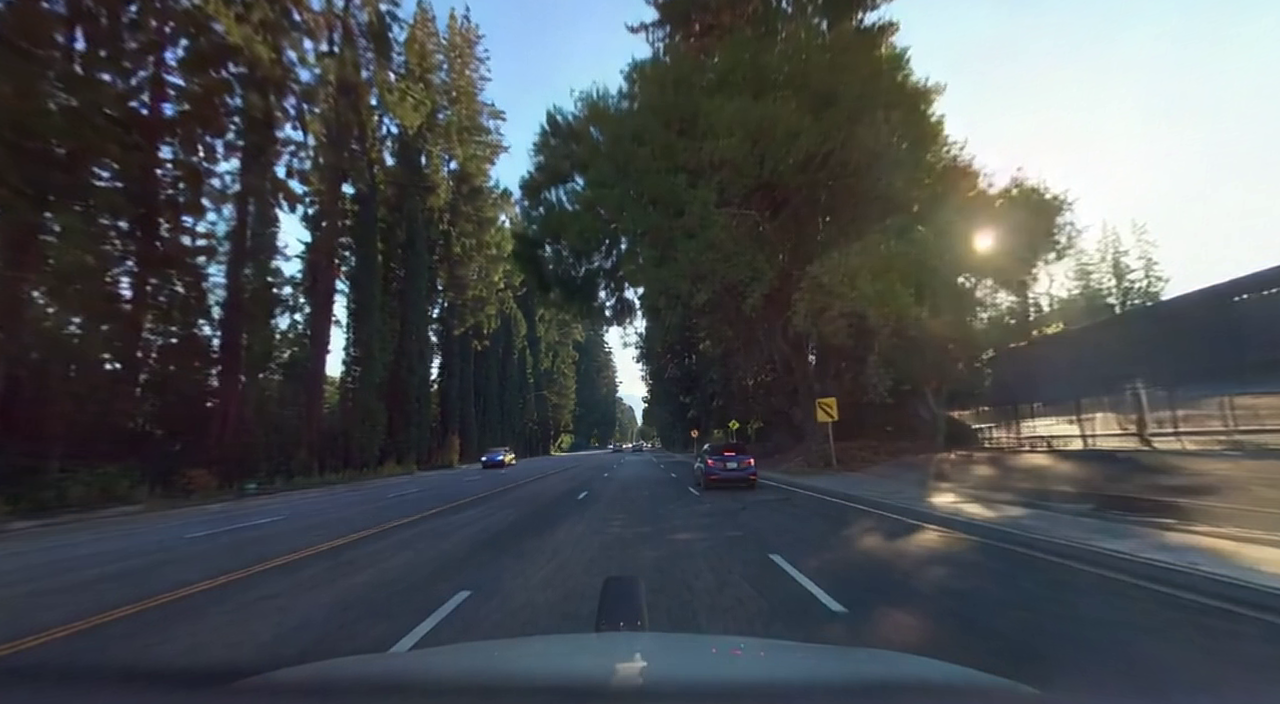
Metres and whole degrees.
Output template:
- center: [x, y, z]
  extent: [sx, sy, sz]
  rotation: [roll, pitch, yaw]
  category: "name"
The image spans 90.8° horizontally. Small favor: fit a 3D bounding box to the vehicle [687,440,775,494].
- center: [2.706, 3.549, 19.913]
  extent: [2.042, 1.469, 4.470]
  rotation: [0, -8, -1]
  category: "vehicle"
